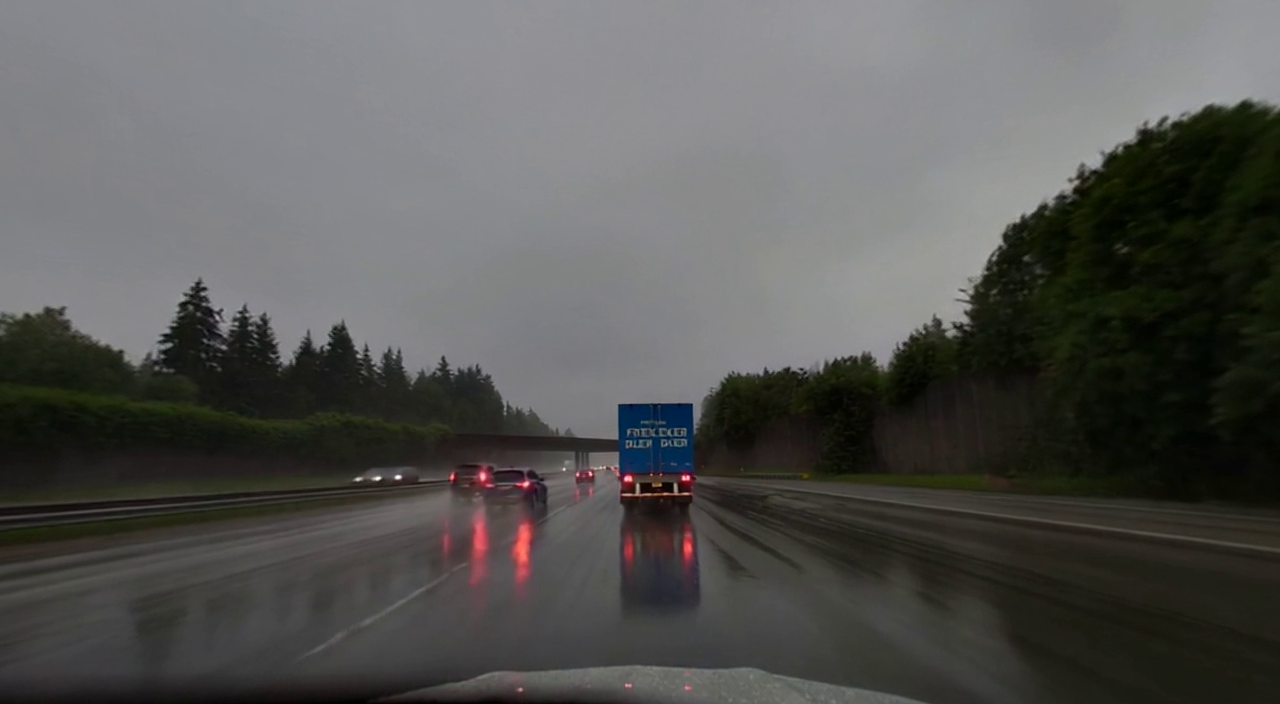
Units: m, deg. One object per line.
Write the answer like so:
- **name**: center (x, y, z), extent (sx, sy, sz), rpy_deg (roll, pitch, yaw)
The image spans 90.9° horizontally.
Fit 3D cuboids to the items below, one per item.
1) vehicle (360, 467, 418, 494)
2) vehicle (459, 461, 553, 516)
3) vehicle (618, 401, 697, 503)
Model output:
- **vehicle**: center (-16.449, 8.439, 41.524), extent (1.949, 1.627, 4.472), rpy_deg (1, -10, 0)
- **vehicle**: center (-4.143, 4.310, 20.268), extent (1.978, 1.516, 4.617), rpy_deg (1, -10, 0)
- **vehicle**: center (0.536, 4.650, 28.687), extent (2.980, 3.834, 9.423), rpy_deg (1, -10, -2)
